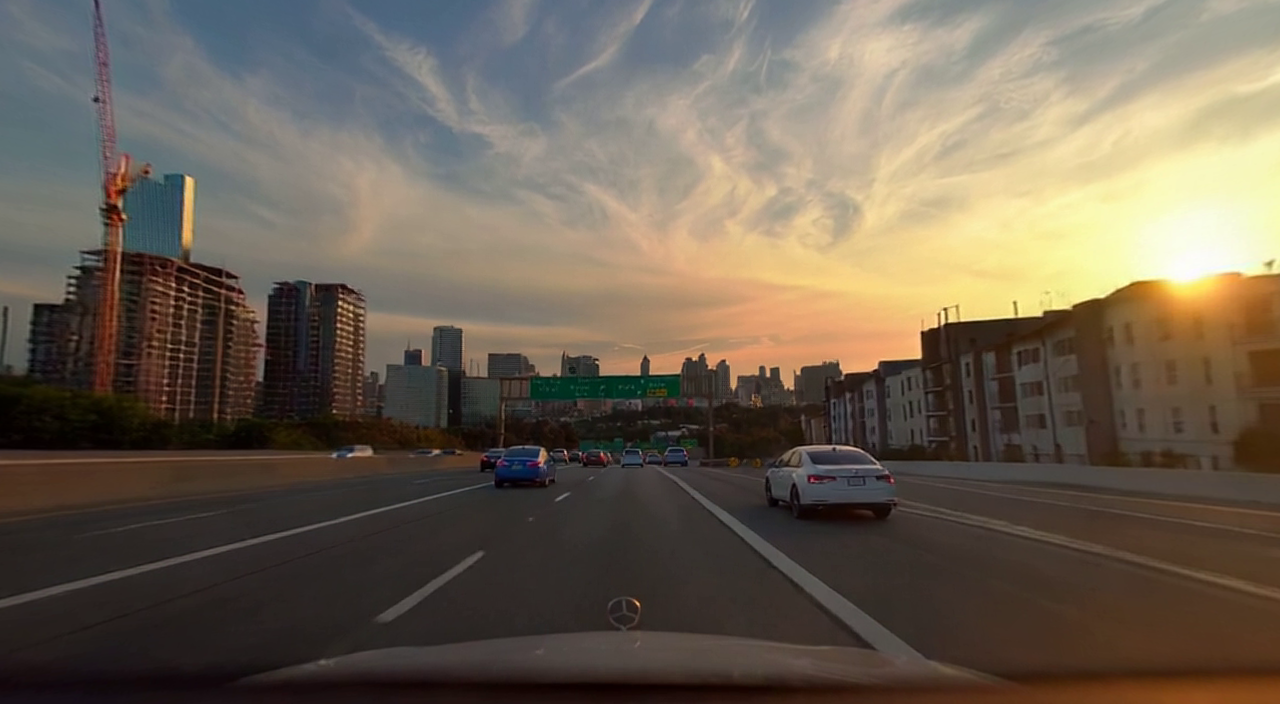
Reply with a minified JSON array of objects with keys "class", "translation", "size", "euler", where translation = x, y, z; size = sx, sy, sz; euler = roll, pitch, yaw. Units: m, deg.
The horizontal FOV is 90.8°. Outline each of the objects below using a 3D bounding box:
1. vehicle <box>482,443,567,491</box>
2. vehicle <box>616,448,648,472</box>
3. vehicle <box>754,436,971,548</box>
[{"class":"vehicle","translation":[-3.955,4.019,22.491],"size":[2.136,1.512,4.488],"euler":[0,-8,1]},{"class":"vehicle","translation":[-0.531,7.258,42.686],"size":[2.019,1.472,3.971],"euler":[0,-8,-1]},{"class":"vehicle","translation":[3.408,2.221,10.792],"size":[1.995,1.486,4.463],"euler":[0,-8,-1]}]
